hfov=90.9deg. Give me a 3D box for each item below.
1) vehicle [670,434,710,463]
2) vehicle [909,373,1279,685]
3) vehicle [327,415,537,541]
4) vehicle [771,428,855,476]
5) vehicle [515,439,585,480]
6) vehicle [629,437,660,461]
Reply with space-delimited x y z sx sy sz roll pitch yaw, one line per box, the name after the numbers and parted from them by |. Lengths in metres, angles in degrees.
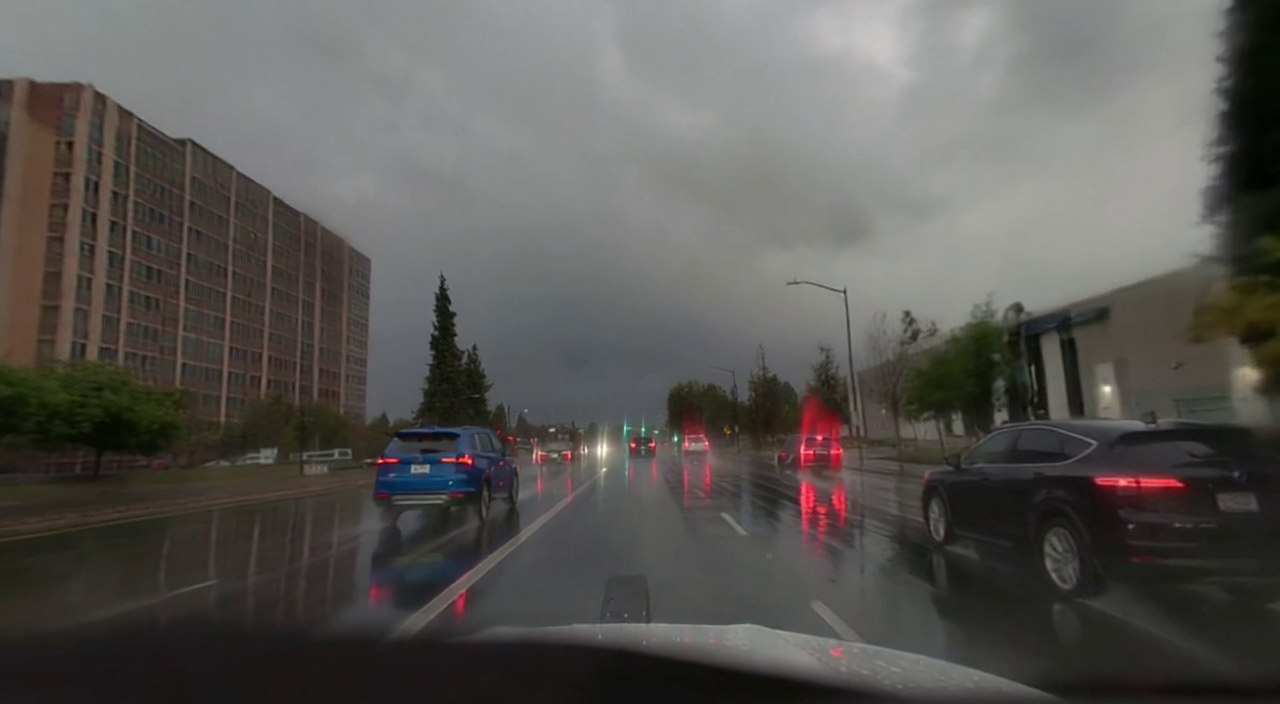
3.269 6.501 42.293 2.178 1.804 4.766 0 -9 -1 | vehicle
4.323 1.275 5.649 2.088 1.666 4.512 -1 -9 4 | vehicle
-3.259 2.089 11.020 2.141 1.719 4.379 0 -9 0 | vehicle
6.957 4.089 25.850 2.076 1.793 4.464 0 -9 -1 | vehicle
-3.453 4.244 25.019 2.036 1.465 4.301 0 -9 1 | vehicle
0.314 7.526 48.894 2.304 1.795 4.526 0 -9 0 | vehicle
